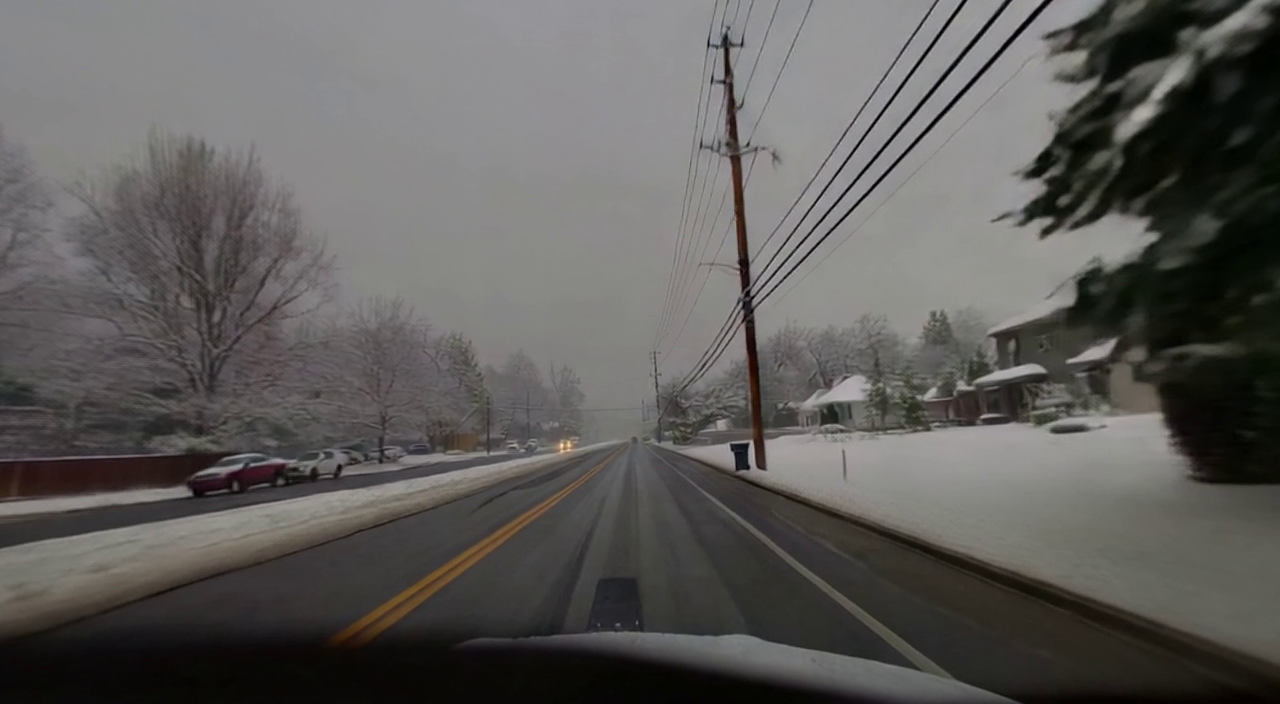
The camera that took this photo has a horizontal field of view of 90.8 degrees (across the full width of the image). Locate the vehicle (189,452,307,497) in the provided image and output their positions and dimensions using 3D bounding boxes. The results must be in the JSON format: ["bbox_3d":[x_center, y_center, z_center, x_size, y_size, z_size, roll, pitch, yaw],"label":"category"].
[{"bbox_3d":[-15.911,4.953,25.992,2.031,1.482,4.476,-4,-8,0],"label":"vehicle"}]
